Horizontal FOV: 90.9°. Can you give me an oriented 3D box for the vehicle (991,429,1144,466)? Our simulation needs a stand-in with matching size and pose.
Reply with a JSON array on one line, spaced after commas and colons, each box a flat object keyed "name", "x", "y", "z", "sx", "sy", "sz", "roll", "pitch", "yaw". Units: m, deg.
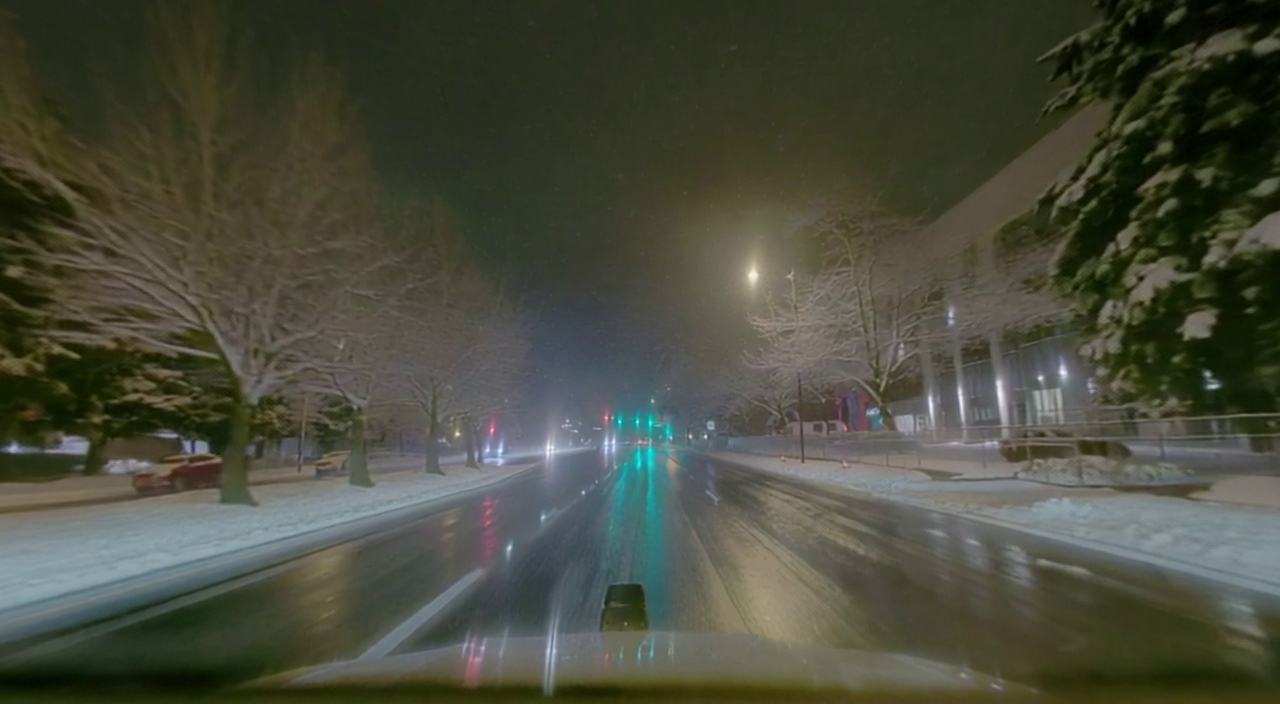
[{"name": "vehicle", "x": 17.691, "y": 3.966, "z": 26.265, "sx": 4.813, "sy": 1.464, "sz": 2.073, "roll": 0, "pitch": -8, "yaw": 0}]

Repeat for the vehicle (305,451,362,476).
[{"name": "vehicle", "x": -22.888, "y": 8.309, "z": 47.277, "sx": 1.957, "sy": 1.672, "sz": 4.743, "roll": 0, "pitch": -8, "yaw": 0}]

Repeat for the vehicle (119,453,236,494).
[{"name": "vehicle", "x": -22.764, "y": 5.963, "z": 31.341, "sx": 2.067, "sy": 1.743, "sz": 5.056, "roll": 0, "pitch": -8, "yaw": -1}]

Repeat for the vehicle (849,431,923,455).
[{"name": "vehicle", "x": 17.589, "y": 6.533, "z": 45.191, "sx": 4.450, "sy": 1.643, "sz": 1.996, "roll": 0, "pitch": -8, "yaw": 0}]
